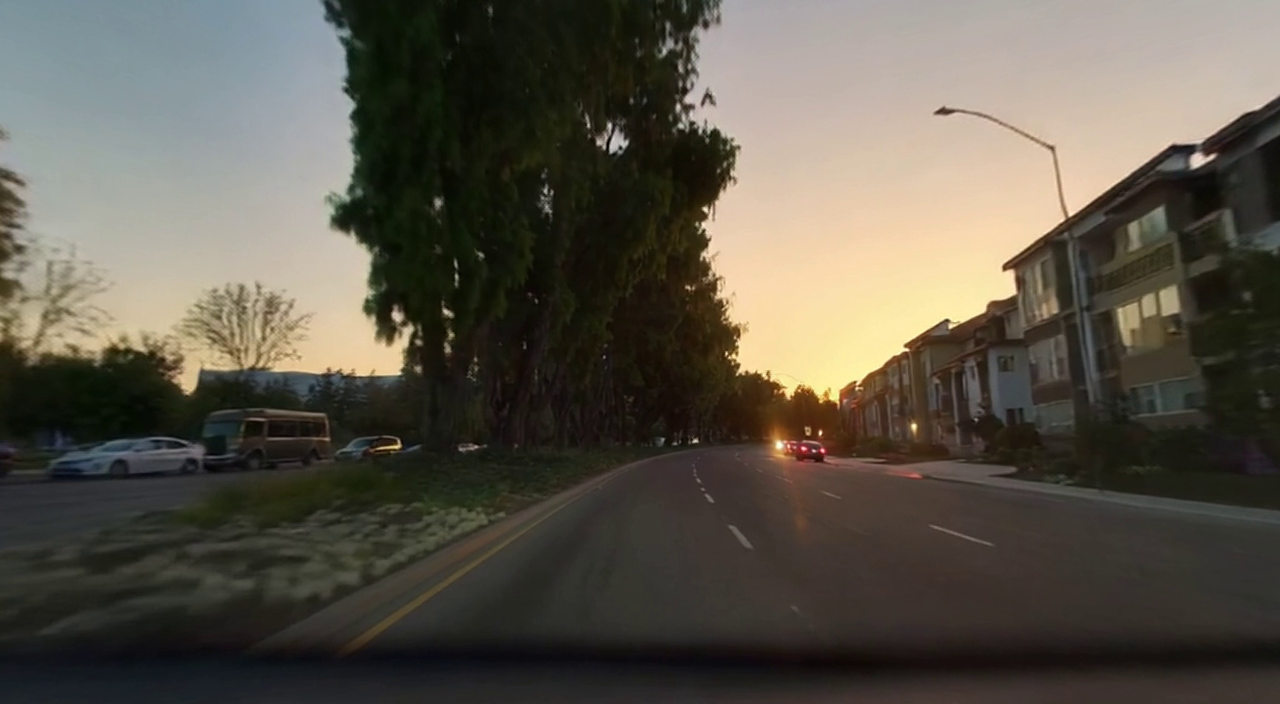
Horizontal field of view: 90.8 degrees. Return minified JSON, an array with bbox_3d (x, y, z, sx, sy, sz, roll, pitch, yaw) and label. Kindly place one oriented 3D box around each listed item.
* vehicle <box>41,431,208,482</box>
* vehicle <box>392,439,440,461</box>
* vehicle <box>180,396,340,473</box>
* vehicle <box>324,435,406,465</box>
[{"bbox_3d":[-18.500,3.796,23.073,1.876,1.624,4.827,-2,-9,2],"label":"vehicle"},{"bbox_3d":[-16.574,7.291,46.963,1.802,1.487,4.359,-3,-9,4],"label":"vehicle"},{"bbox_3d":[-17.858,4.076,30.404,2.781,3.224,7.055,-1,-9,5],"label":"vehicle"},{"bbox_3d":[-17.211,6.172,39.944,2.226,1.733,5.775,-2,-9,4],"label":"vehicle"}]
